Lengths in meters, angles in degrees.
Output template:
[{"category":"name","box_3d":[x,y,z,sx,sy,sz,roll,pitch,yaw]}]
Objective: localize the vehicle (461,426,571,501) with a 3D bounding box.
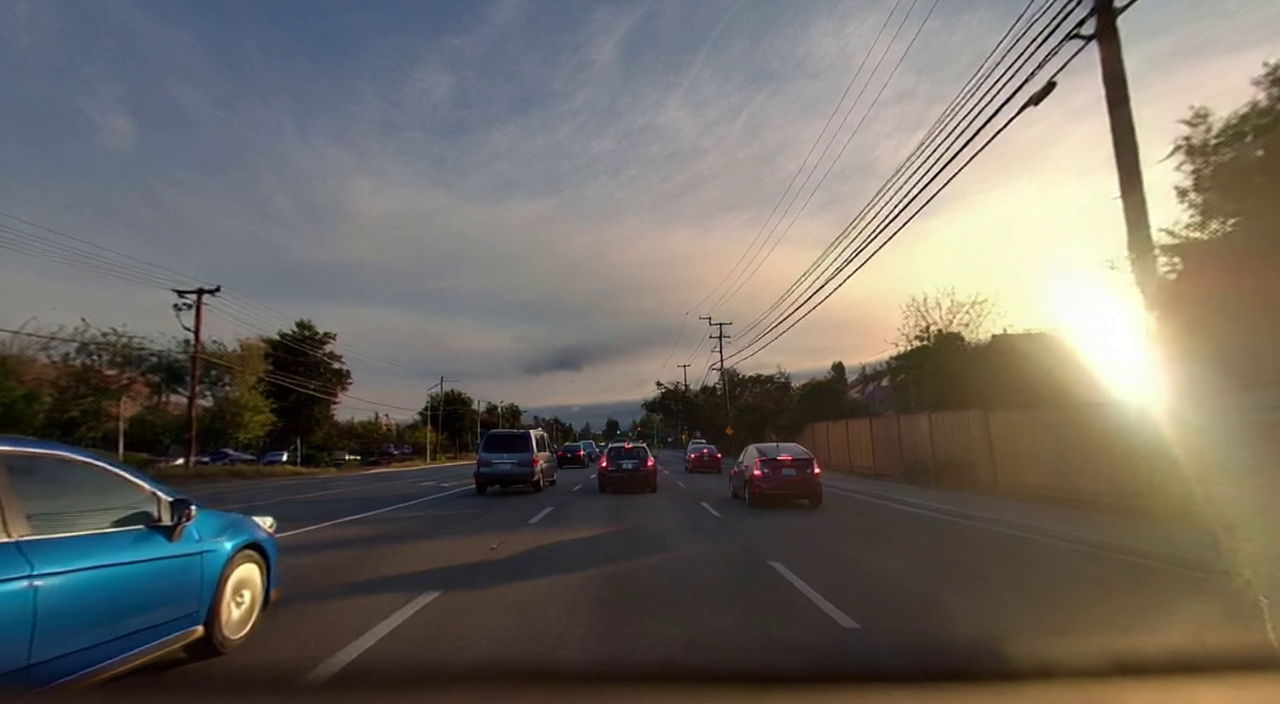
[{"category":"vehicle","box_3d":[-3.330,3.115,18.051,2.092,1.839,4.736,0,-9,1]}]

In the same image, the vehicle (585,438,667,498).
[{"category":"vehicle","box_3d":[-0.373,3.254,18.066,2.097,1.511,3.809,0,-9,0]}]

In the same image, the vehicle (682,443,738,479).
[{"category":"vehicle","box_3d":[3.032,4.814,28.181,1.878,1.479,4.461,0,-9,-1]}]

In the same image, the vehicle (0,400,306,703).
[{"category":"vehicle","box_3d":[-3.346,0.889,2.164,2.004,1.454,4.349,0,-9,0]}]

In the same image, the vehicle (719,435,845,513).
[{"category":"vehicle","box_3d":[3.039,2.686,14.354,1.880,1.521,3.724,0,-9,-2]}]
